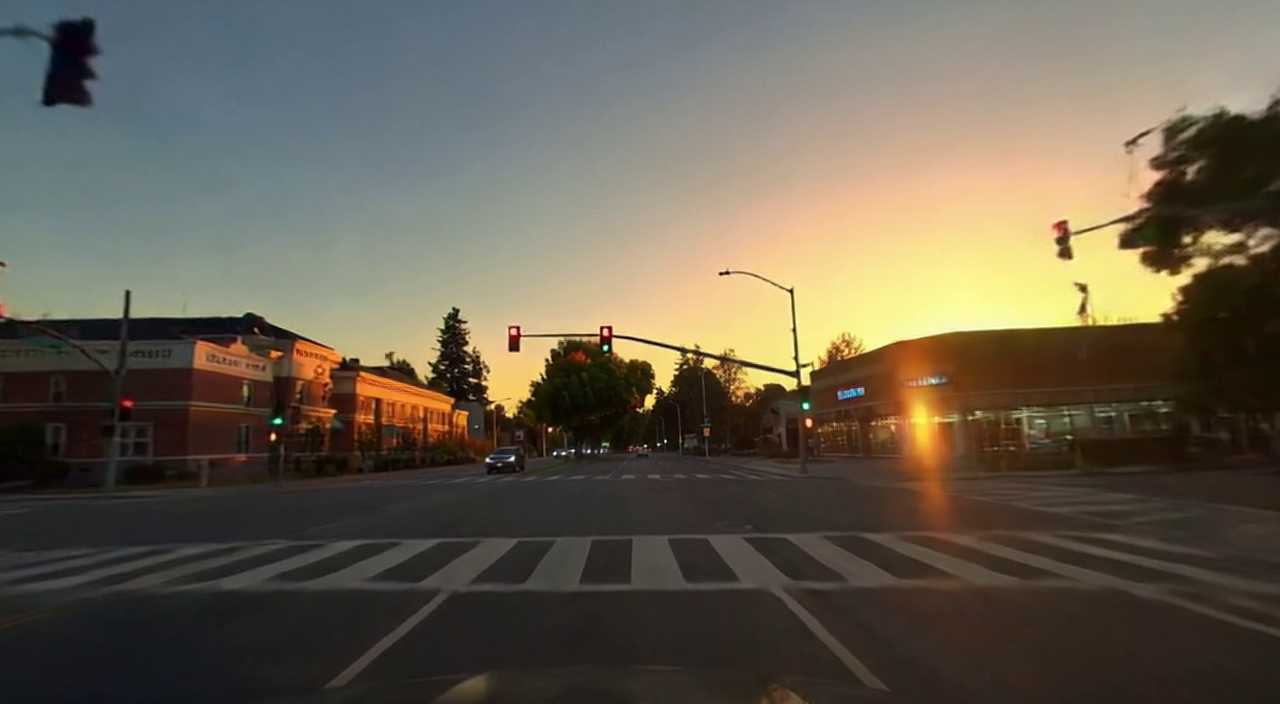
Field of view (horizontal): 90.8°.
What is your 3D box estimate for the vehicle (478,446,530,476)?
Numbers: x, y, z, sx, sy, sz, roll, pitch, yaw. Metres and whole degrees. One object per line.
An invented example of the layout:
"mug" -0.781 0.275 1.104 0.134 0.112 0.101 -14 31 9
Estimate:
"vehicle" -7.729 6.248 36.243 2.011 1.490 4.472 -3 -10 -1
